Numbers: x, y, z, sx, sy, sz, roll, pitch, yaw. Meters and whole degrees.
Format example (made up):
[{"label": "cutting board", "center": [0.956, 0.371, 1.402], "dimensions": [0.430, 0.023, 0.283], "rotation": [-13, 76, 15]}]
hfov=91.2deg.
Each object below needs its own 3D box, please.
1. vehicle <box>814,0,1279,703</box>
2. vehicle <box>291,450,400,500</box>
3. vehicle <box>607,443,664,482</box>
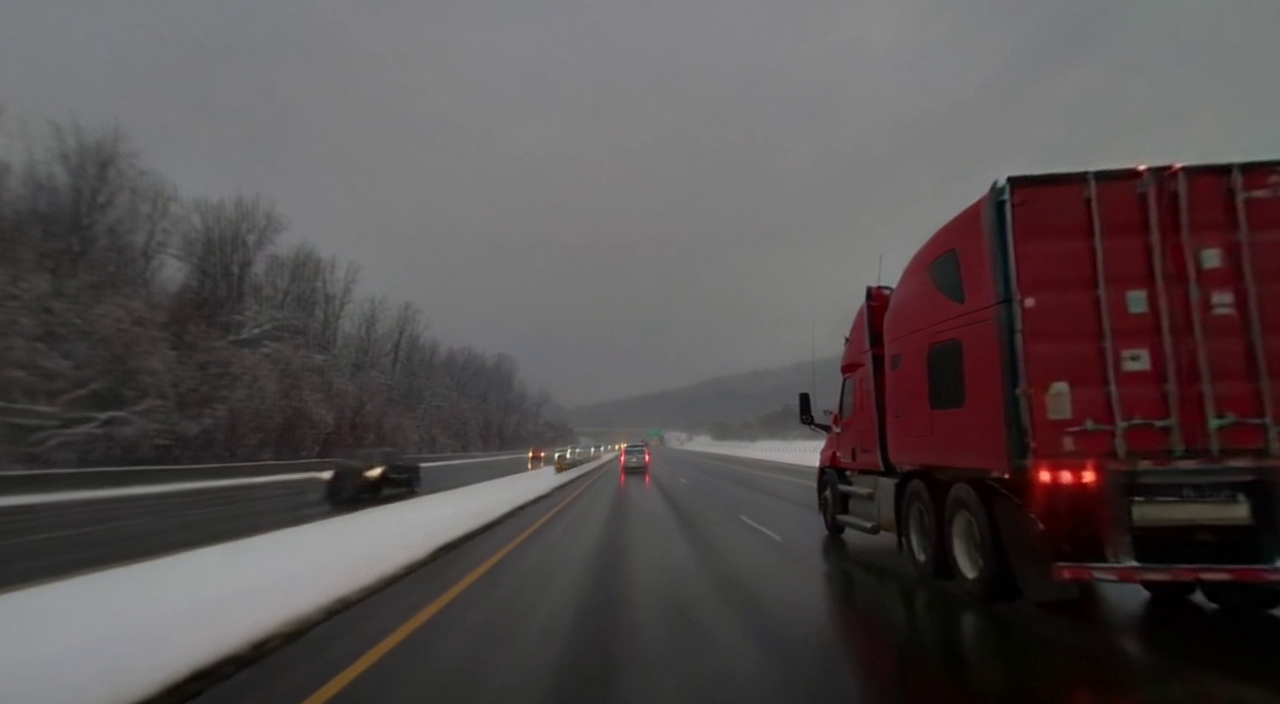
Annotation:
[{"label": "vehicle", "center": [4.356, 0.345, 6.154], "dimensions": [3.351, 3.699, 5.995], "rotation": [0, -9, -1]}, {"label": "vehicle", "center": [-9.859, 4.117, 21.375], "dimensions": [1.874, 1.506, 3.934], "rotation": [0, -9, -2]}, {"label": "vehicle", "center": [-0.209, 4.633, 26.527], "dimensions": [2.244, 1.506, 4.097], "rotation": [0, -9, -1]}]
